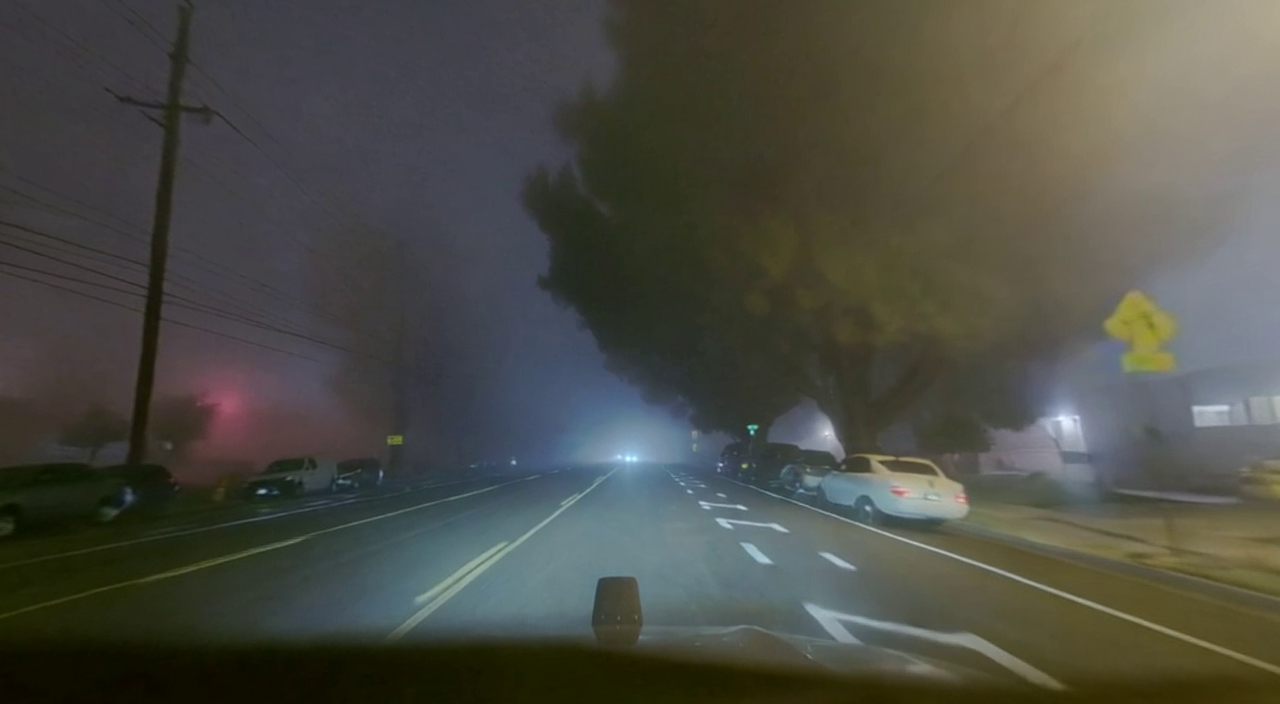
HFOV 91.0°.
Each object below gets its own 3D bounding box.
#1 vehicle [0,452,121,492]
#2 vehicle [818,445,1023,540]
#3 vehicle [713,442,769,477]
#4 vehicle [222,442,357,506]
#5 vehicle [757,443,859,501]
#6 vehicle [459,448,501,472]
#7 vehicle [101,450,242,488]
[{"bbox_3d":[-24.291,4.880,25.674,4.450,1.519,1.927,0,-9,0],"label":"vehicle"},{"bbox_3d":[5.048,2.542,12.118,1.924,1.471,4.259,0,-9,-1],"label":"vehicle"},{"bbox_3d":[5.130,5.541,32.670,2.009,1.649,5.156,0,-9,0],"label":"vehicle"},{"bbox_3d":[-12.074,4.197,22.143,2.116,1.875,4.675,-3,-9,-1],"label":"vehicle"},{"bbox_3d":[4.953,3.578,19.233,1.978,1.529,4.357,0,-9,1],"label":"vehicle"},{"bbox_3d":[-12.030,8.185,47.584,1.907,1.612,4.594,-3,-10,1],"label":"vehicle"},{"bbox_3d":[-20.761,5.177,28.069,4.601,1.613,2.030,0,-9,-1],"label":"vehicle"}]
